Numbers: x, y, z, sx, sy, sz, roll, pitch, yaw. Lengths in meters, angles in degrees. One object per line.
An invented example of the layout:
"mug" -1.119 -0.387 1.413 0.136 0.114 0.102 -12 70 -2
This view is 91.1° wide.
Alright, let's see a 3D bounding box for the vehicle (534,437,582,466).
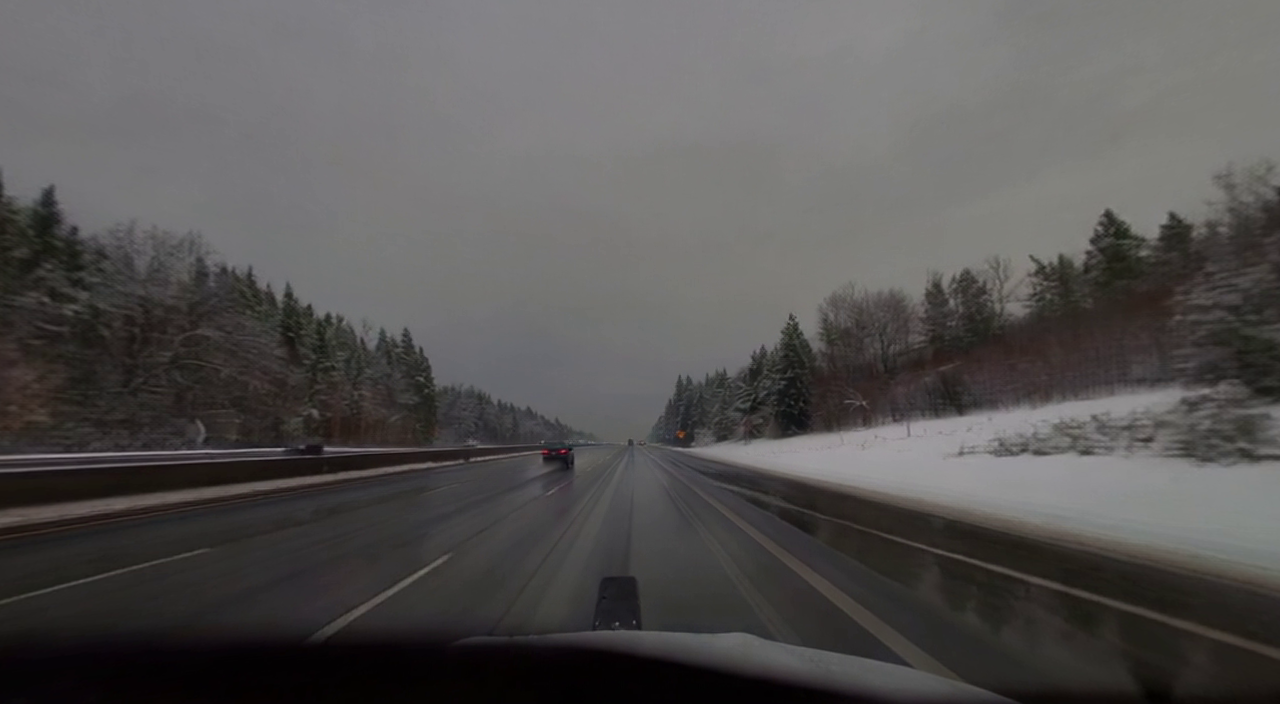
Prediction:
"vehicle" -4.447 5.429 34.720 2.004 1.497 4.260 0 -8 1
